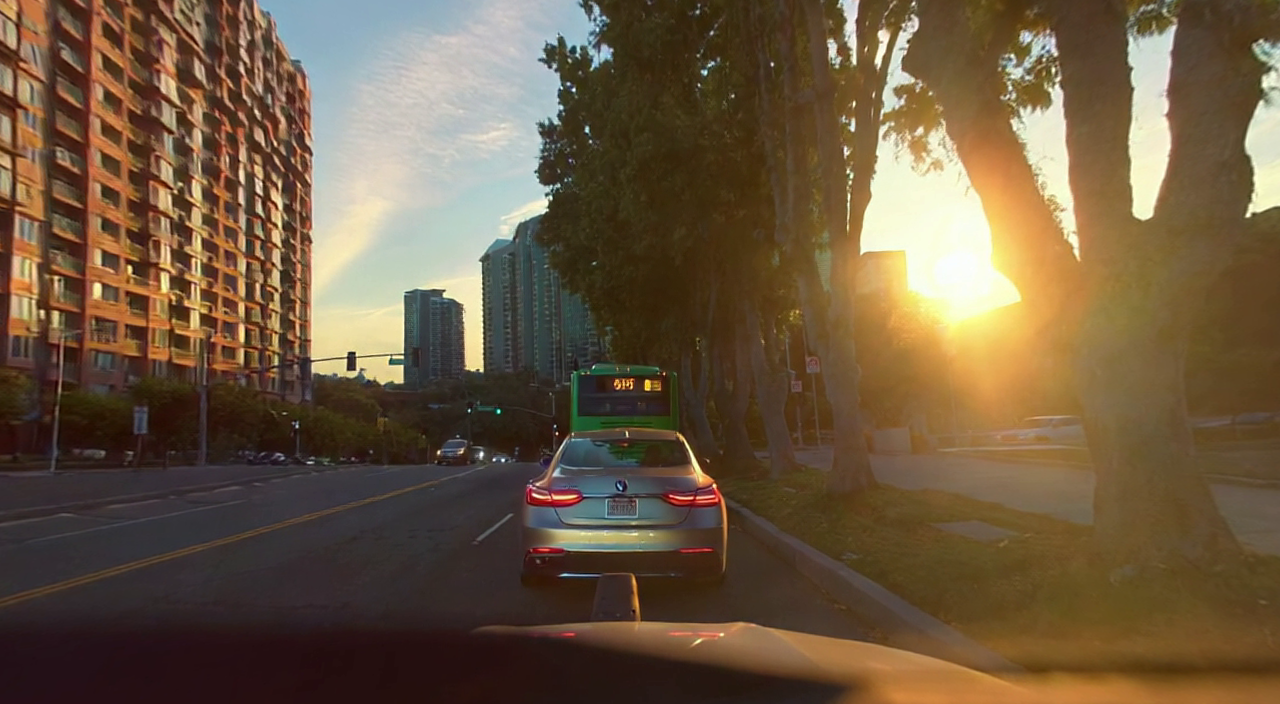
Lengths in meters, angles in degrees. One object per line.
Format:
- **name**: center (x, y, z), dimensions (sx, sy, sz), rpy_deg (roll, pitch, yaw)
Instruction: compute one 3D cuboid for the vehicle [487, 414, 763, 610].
- **vehicle**: center (-0.154, 1.463, 6.742), dimensions (2.064, 1.452, 3.942), rpy_deg (0, -8, -1)
